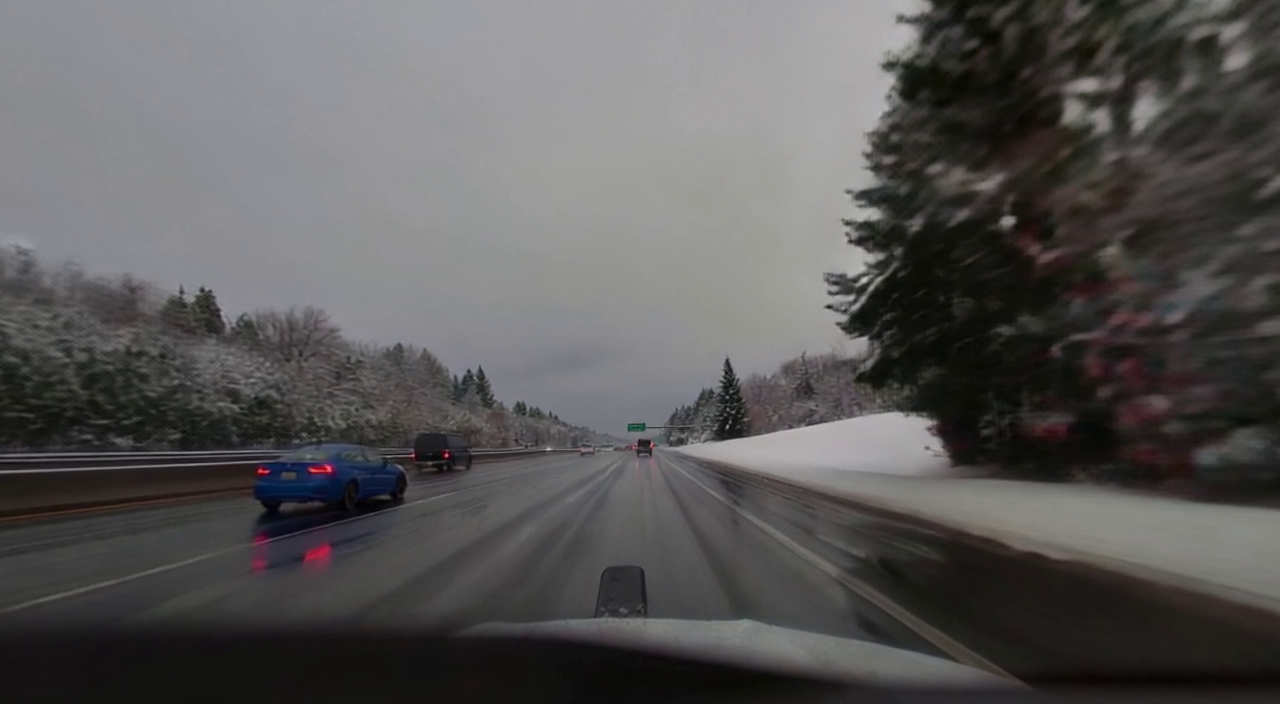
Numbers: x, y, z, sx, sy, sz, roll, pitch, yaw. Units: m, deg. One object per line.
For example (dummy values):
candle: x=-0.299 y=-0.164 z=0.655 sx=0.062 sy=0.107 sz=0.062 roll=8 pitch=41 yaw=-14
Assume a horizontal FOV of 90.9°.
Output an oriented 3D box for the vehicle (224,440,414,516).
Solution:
vehicle: x=-7.236 y=2.862 z=14.938 sx=1.981 sy=1.486 sz=4.735 roll=0 pitch=-8 yaw=1

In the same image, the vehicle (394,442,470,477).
vehicle: x=-10.969 y=5.681 z=33.692 sx=2.249 sy=1.735 sz=5.018 roll=0 pitch=-8 yaw=1
